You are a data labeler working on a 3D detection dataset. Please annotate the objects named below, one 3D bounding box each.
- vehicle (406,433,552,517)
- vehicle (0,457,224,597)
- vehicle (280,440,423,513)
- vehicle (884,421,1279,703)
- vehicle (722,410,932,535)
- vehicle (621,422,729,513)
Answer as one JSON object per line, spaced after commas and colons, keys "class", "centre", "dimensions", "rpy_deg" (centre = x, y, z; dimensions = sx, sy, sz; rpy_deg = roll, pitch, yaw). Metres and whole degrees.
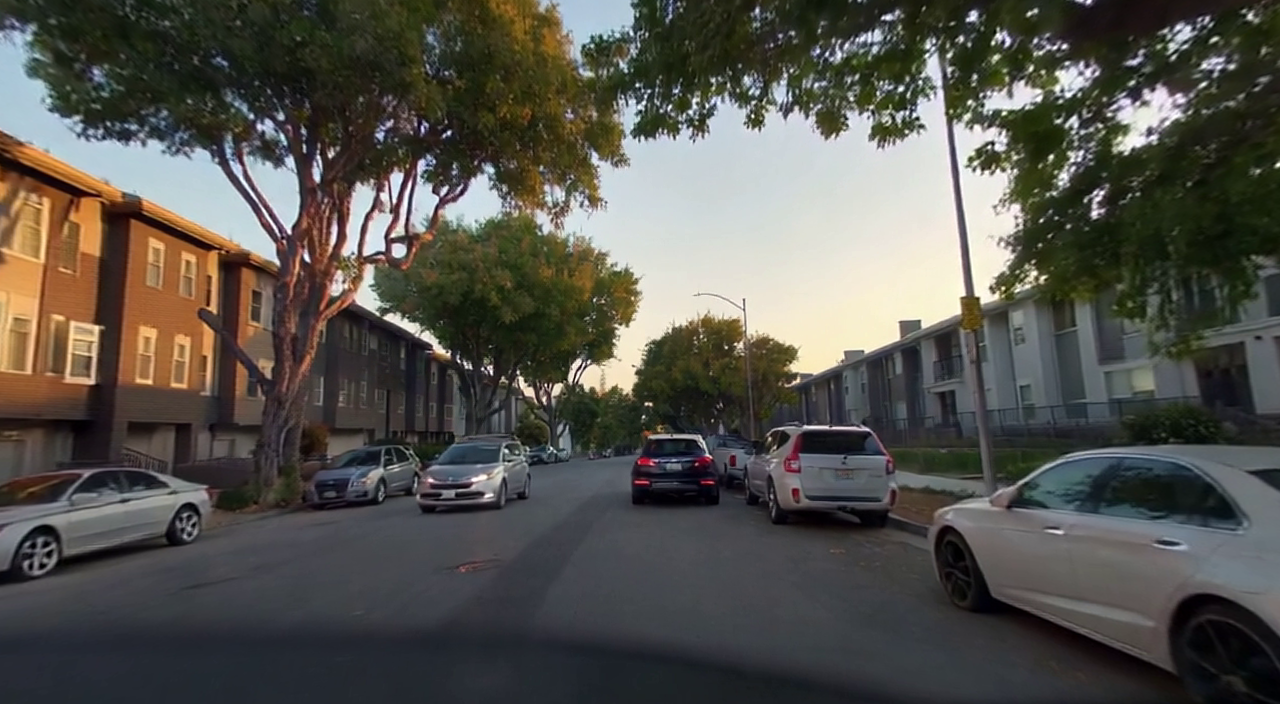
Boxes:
{"class": "vehicle", "centre": [-3.616, 2.838, 15.028], "dimensions": [2.018, 1.691, 3.995], "rpy_deg": [-1, -9, 7]}
{"class": "vehicle", "centre": [-8.097, 2.328, 8.835], "dimensions": [1.859, 1.432, 4.315], "rpy_deg": [-5, -8, -4]}
{"class": "vehicle", "centre": [-7.902, 3.418, 17.851], "dimensions": [2.002, 1.774, 4.568], "rpy_deg": [0, -9, -2]}
{"class": "vehicle", "centre": [3.391, 1.187, 3.875], "dimensions": [1.881, 1.403, 4.214], "rpy_deg": [0, -9, -3]}
{"class": "vehicle", "centre": [3.074, 2.141, 11.846], "dimensions": [2.082, 1.799, 5.207], "rpy_deg": [0, -9, -3]}
{"class": "vehicle", "centre": [0.628, 2.596, 14.684], "dimensions": [2.055, 1.717, 5.172], "rpy_deg": [0, -9, -1]}
